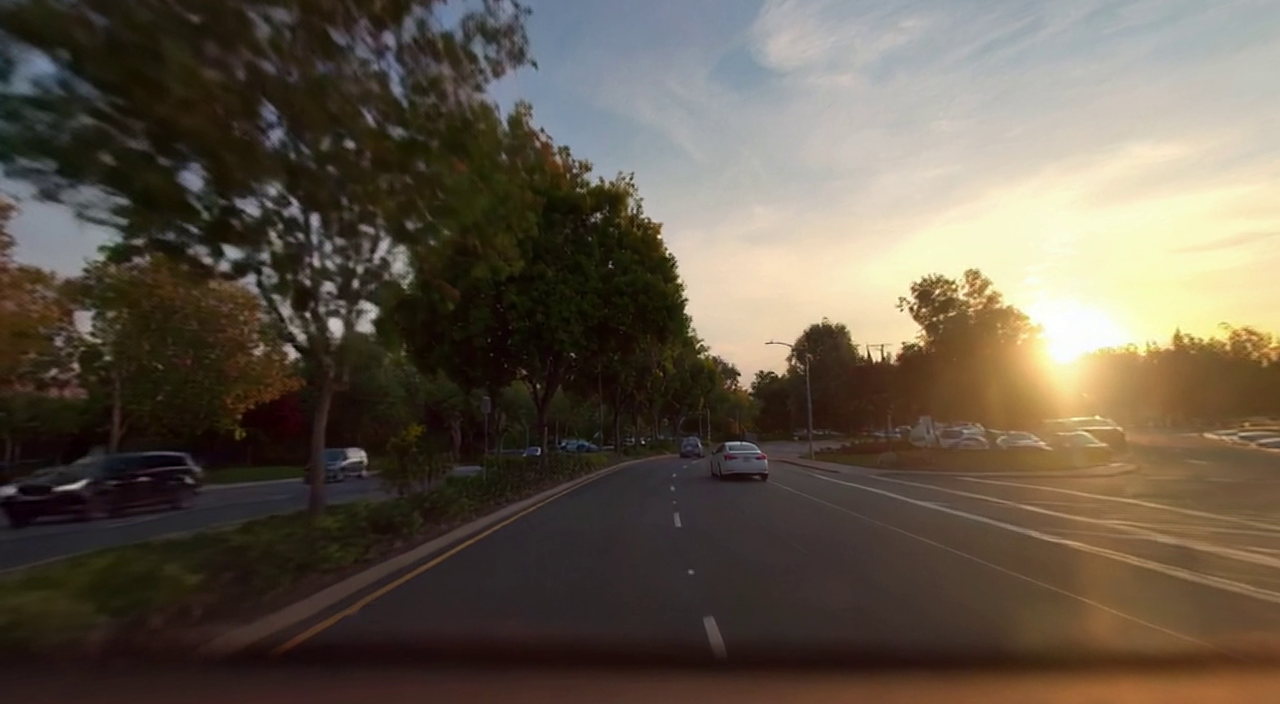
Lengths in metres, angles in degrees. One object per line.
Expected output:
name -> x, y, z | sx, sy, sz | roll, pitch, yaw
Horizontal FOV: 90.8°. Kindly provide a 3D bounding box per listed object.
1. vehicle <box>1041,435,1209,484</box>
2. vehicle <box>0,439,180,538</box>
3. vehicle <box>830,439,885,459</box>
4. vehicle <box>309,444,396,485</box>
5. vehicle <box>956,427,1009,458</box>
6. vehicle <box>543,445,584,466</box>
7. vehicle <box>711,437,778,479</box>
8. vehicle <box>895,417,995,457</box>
vehicle -> 17.556, 3.962, 23.190 | 4.512, 1.561, 1.846 | -8, -11, 28
vehicle -> -12.279, 2.723, 13.154 | 1.951, 1.731, 4.440 | -1, -9, 1
vehicle -> 16.828, 7.529, 48.864 | 3.655, 1.464, 1.759 | -5, -10, 28
vehicle -> -13.220, 5.175, 29.301 | 1.778, 1.647, 4.072 | -3, -8, 6
vehicle -> 21.936, 5.836, 40.662 | 2.406, 1.847, 5.320 | -4, -9, 23
vehicle -> -5.719, 7.746, 47.611 | 1.961, 1.468, 4.396 | -2, -9, 9
vehicle -> 4.060, 4.205, 25.280 | 2.132, 1.497, 4.827 | -1, -9, 4
vehicle -> 22.223, 6.258, 46.159 | 6.303, 2.740, 2.215 | -5, -9, 28
